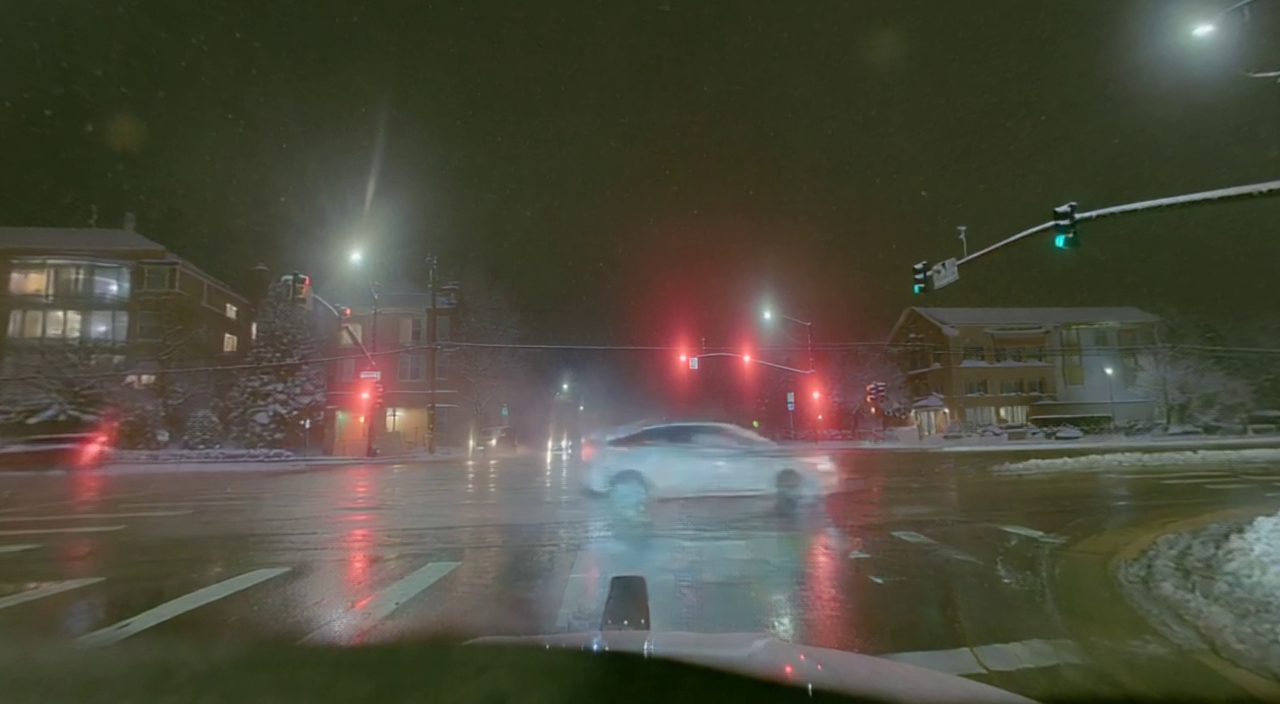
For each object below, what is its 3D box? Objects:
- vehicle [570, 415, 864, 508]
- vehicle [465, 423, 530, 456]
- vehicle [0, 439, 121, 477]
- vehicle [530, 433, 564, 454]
[{"bbox_3d":[1.360,2.097,12.387,5.300,1.584,2.142,1,-9,-9],"label":"vehicle"},{"bbox_3d":[-8.659,5.436,38.817,2.000,1.864,5.044,-2,-9,10],"label":"vehicle"},{"bbox_3d":[-23.745,4.166,24.917,4.510,1.431,1.884,2,-9,-11],"label":"vehicle"},{"bbox_3d":[-7.259,7.194,49.513,2.054,1.536,3.927,0,-9,-1],"label":"vehicle"}]
